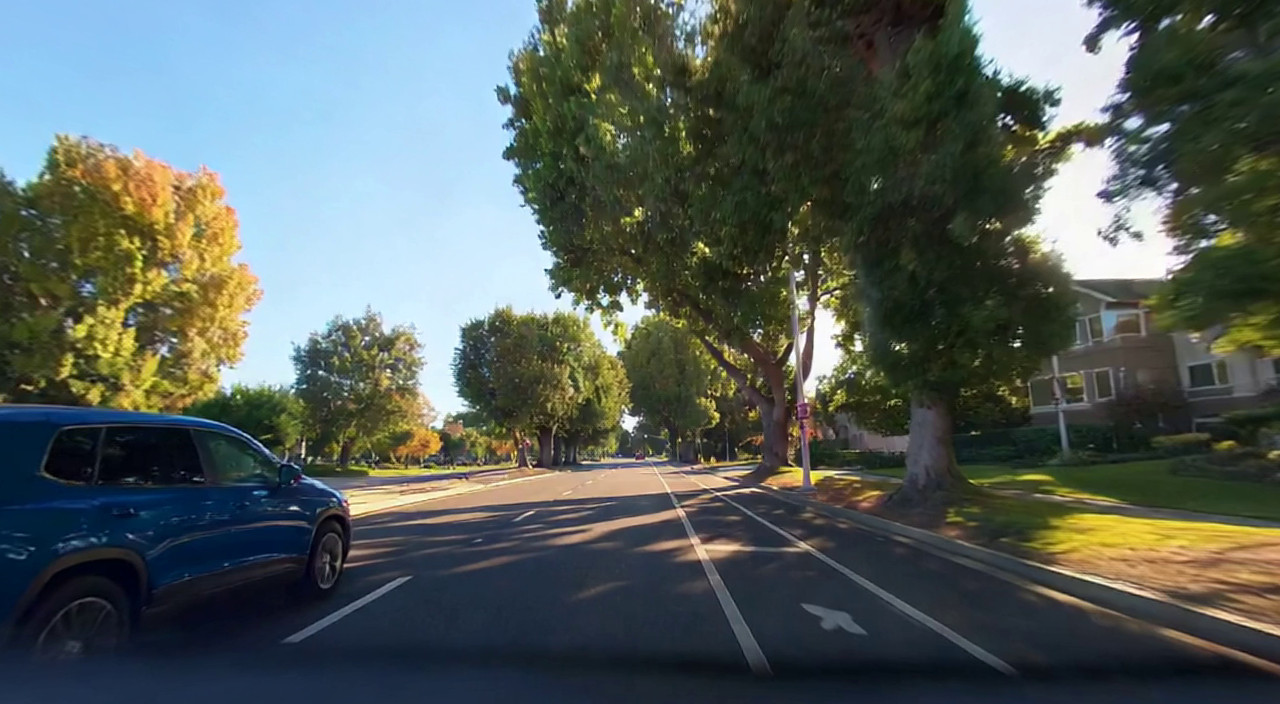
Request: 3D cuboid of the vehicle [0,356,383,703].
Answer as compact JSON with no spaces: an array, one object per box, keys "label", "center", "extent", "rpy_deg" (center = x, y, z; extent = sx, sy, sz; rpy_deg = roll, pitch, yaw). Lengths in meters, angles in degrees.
[{"label":"vehicle","center":[-3.661,1.116,4.061],"extent":[2.121,1.724,4.392],"rpy_deg":[0,-9,0]}]
